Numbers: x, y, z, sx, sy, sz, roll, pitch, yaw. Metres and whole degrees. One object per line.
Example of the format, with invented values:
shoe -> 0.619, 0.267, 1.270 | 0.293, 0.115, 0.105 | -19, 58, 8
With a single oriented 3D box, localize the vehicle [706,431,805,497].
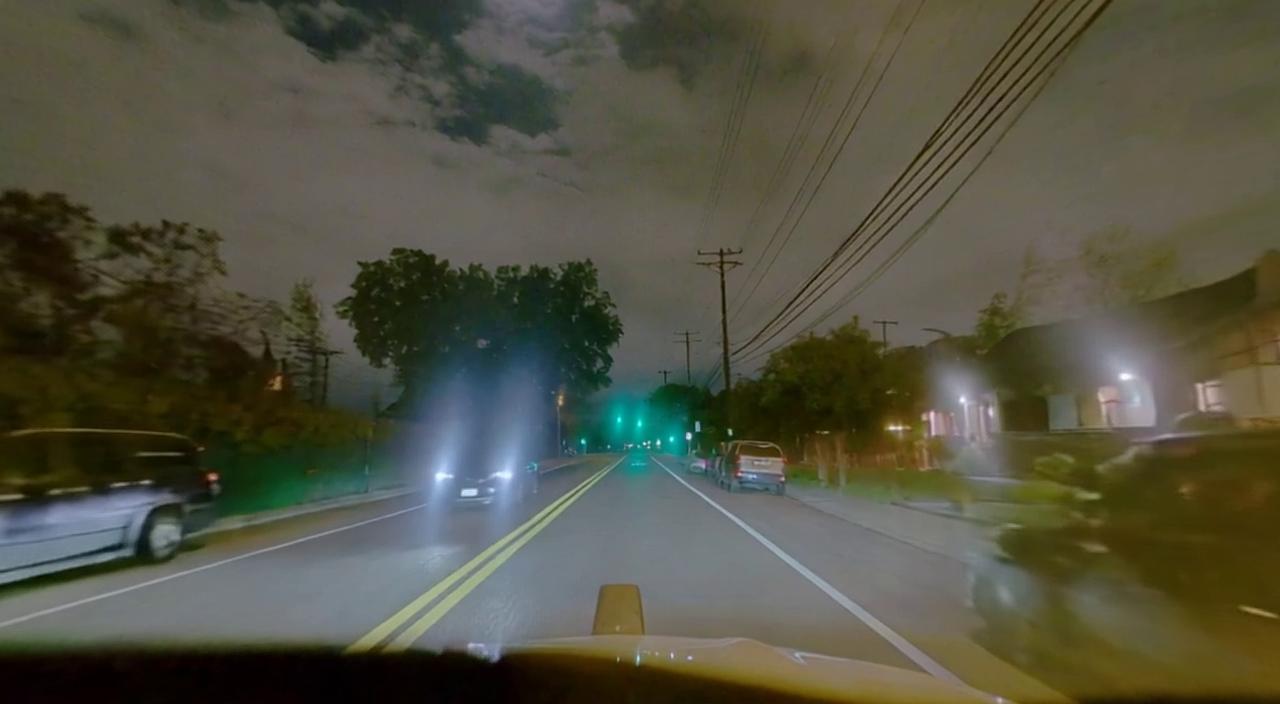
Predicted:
vehicle -> 3.389, 3.415, 19.551 | 2.031, 1.762, 4.749 | 0, -9, -2

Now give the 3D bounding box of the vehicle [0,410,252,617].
vehicle -> -6.678, 1.619, 6.826 | 2.014, 1.817, 4.639 | -1, -8, 0

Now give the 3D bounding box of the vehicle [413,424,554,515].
vehicle -> -3.529, 2.776, 15.384 | 2.210, 1.838, 4.854 | 0, -9, 0

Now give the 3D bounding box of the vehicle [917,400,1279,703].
vehicle -> 3.227, 0.940, 2.318 | 2.129, 1.490, 4.937 | 0, -9, -1
